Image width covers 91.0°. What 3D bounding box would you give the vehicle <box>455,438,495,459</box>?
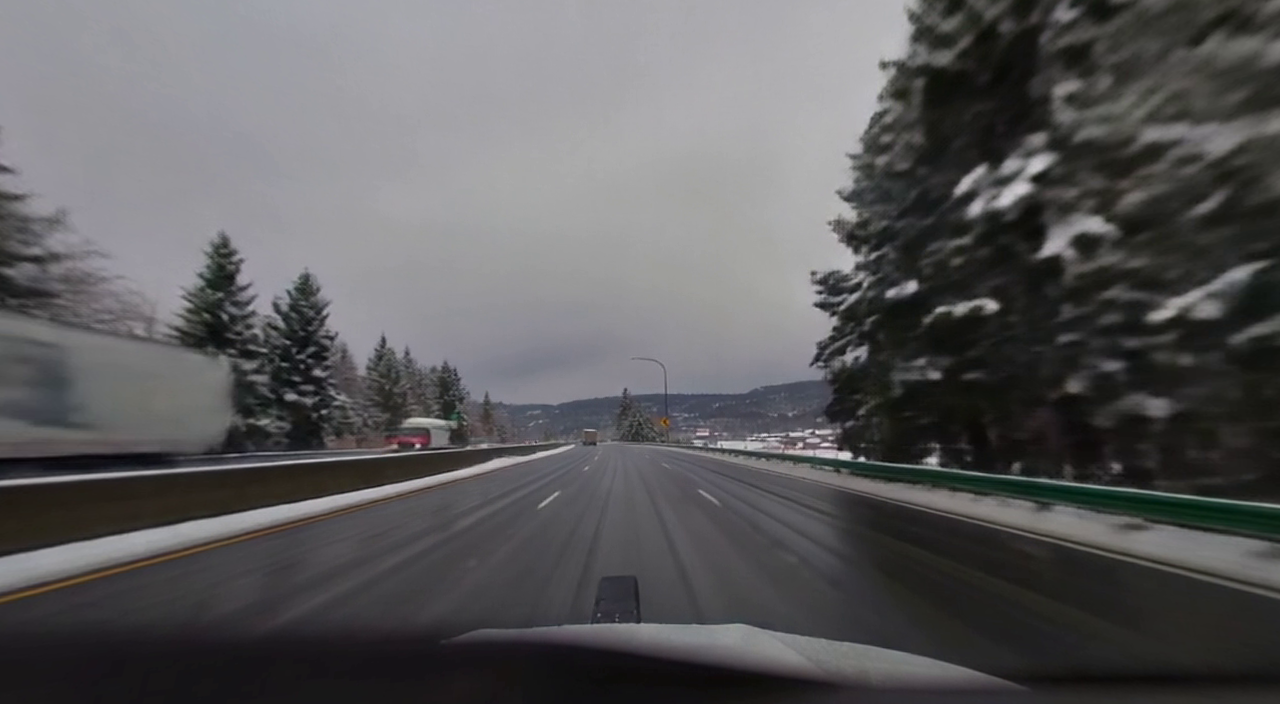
[{"bbox_3d":[-12.104,7.111,46.494,1.978,1.484,3.953,0,-8,-2],"label":"vehicle"}]

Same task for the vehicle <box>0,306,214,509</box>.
[{"bbox_3d":[-14.519,1.012,11.935,2.894,4.120,14.675,0,-8,-1],"label":"vehicle"}]

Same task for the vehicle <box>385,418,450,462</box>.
[{"bbox_3d":[-15.335,6.132,43.859,2.351,2.742,6.509,0,-8,-2],"label":"vehicle"}]
